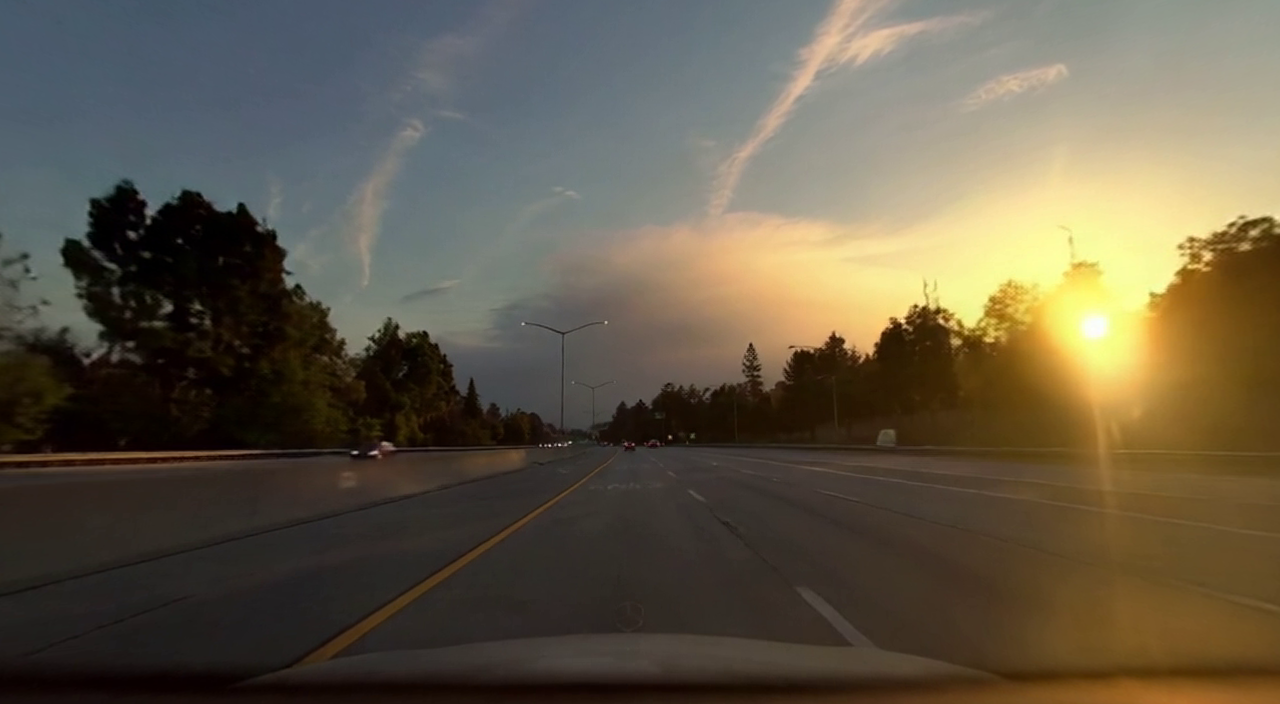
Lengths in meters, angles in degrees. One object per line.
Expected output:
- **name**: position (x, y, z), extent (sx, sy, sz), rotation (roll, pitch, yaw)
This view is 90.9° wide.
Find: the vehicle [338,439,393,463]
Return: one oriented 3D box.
- **vehicle**: position (-19.519, 7.059, 45.105), extent (1.907, 1.553, 4.616), rotation (0, -8, -1)
